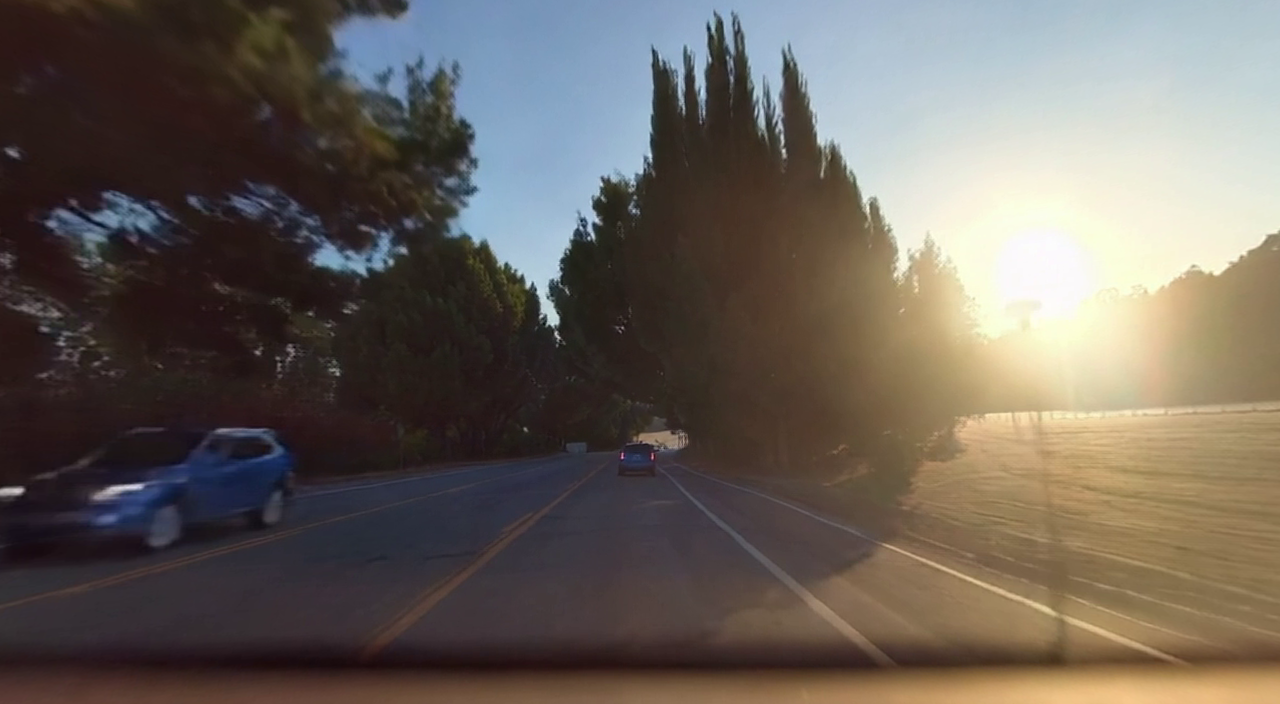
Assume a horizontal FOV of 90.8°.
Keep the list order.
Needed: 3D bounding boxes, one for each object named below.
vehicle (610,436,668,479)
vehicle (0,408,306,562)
[{"bbox_3d":[-0.064,4.590,27.577,2.294,1.708,4.110,1,-9,-1],"label":"vehicle"},{"bbox_3d":[-7.269,1.860,9.410,2.185,1.713,4.365,1,-9,-1],"label":"vehicle"}]
